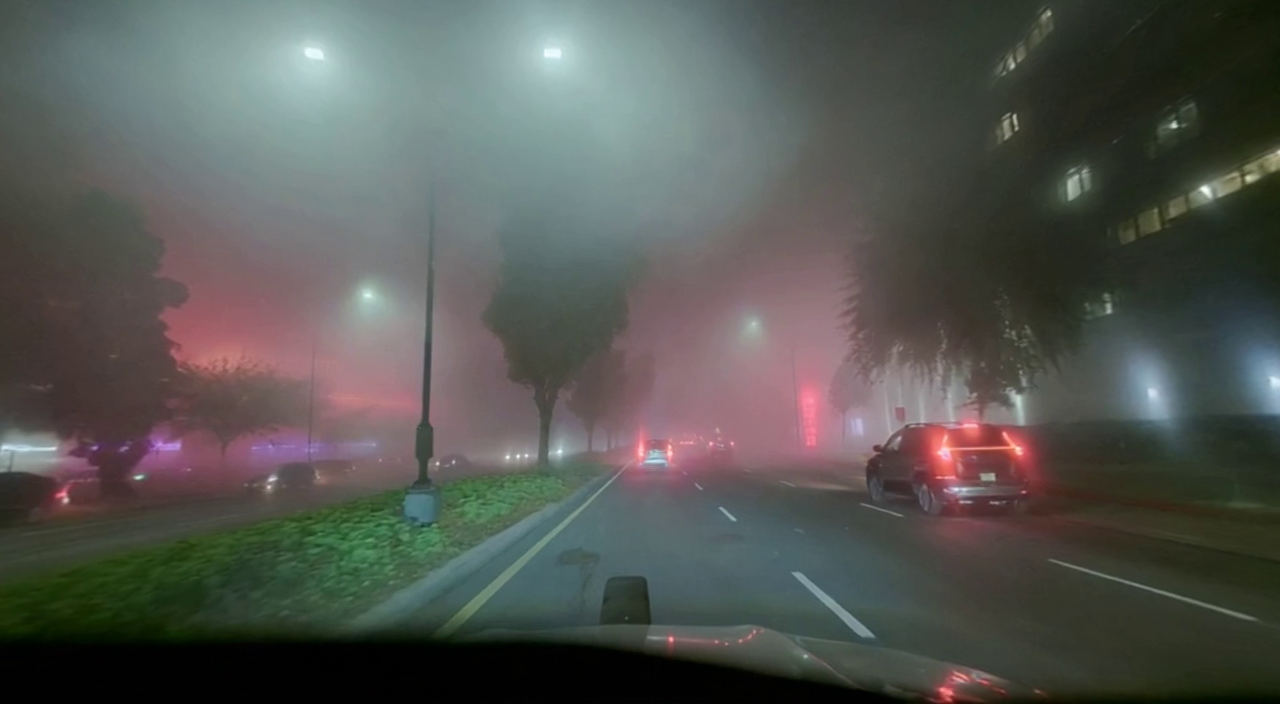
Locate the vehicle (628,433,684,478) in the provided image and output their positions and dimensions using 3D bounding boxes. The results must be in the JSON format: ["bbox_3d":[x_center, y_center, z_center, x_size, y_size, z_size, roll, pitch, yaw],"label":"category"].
[{"bbox_3d":[0.619,4.234,26.001,2.125,1.669,3.880,0,-8,0],"label":"vehicle"}]

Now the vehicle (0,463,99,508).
[{"bbox_3d":[-26.458,5.635,26.676,5.126,1.727,2.022,8,-11,-43],"label":"vehicle"}]

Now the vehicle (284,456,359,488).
[{"bbox_3d":[-18.219,6.862,36.337,1.866,1.659,4.597,0,-8,0],"label":"vehicle"}]

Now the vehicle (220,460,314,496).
[{"bbox_3d":[-18.377,6.192,31.345,1.817,1.540,4.548,0,-8,1],"label":"vehicle"}]

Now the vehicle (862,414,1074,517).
[{"bbox_3d":[6.571,2.331,13.427,1.963,1.783,4.722,0,-8,0],"label":"vehicle"}]
